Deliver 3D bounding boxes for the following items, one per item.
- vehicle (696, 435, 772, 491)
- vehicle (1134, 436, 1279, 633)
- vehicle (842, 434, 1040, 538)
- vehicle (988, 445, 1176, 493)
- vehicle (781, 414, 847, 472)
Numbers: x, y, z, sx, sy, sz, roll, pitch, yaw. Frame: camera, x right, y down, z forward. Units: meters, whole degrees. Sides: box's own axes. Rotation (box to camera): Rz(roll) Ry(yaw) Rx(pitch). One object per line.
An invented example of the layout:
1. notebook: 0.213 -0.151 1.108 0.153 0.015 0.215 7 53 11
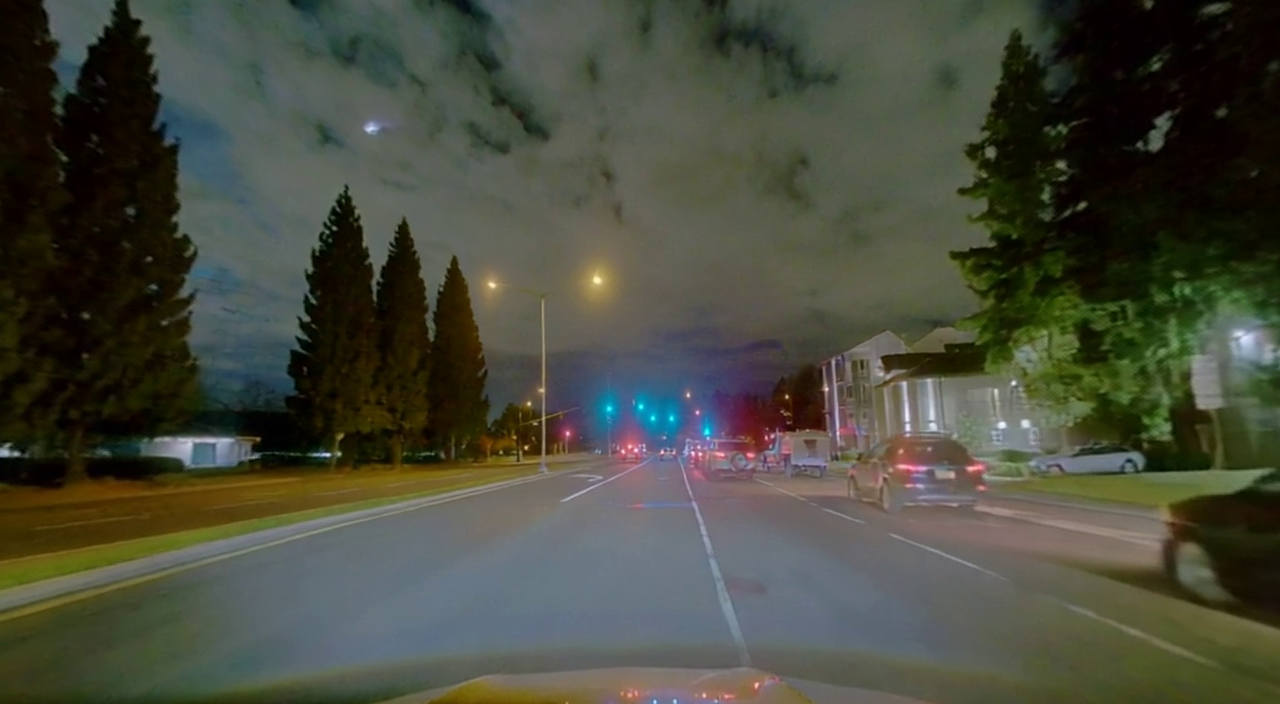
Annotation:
1. vehicle: 3.081 3.743 21.643 2.052 1.693 4.554 0 -9 2
2. vehicle: 5.785 1.303 4.231 1.915 1.480 3.925 0 -9 4
3. vehicle: 5.890 2.598 13.106 1.803 1.754 4.480 1 -8 -1
4. vehicle: 14.678 3.898 21.221 4.755 1.500 1.959 0 -9 2
5. vehicle: 7.460 3.955 27.441 1.933 2.309 3.468 -1 -9 2
